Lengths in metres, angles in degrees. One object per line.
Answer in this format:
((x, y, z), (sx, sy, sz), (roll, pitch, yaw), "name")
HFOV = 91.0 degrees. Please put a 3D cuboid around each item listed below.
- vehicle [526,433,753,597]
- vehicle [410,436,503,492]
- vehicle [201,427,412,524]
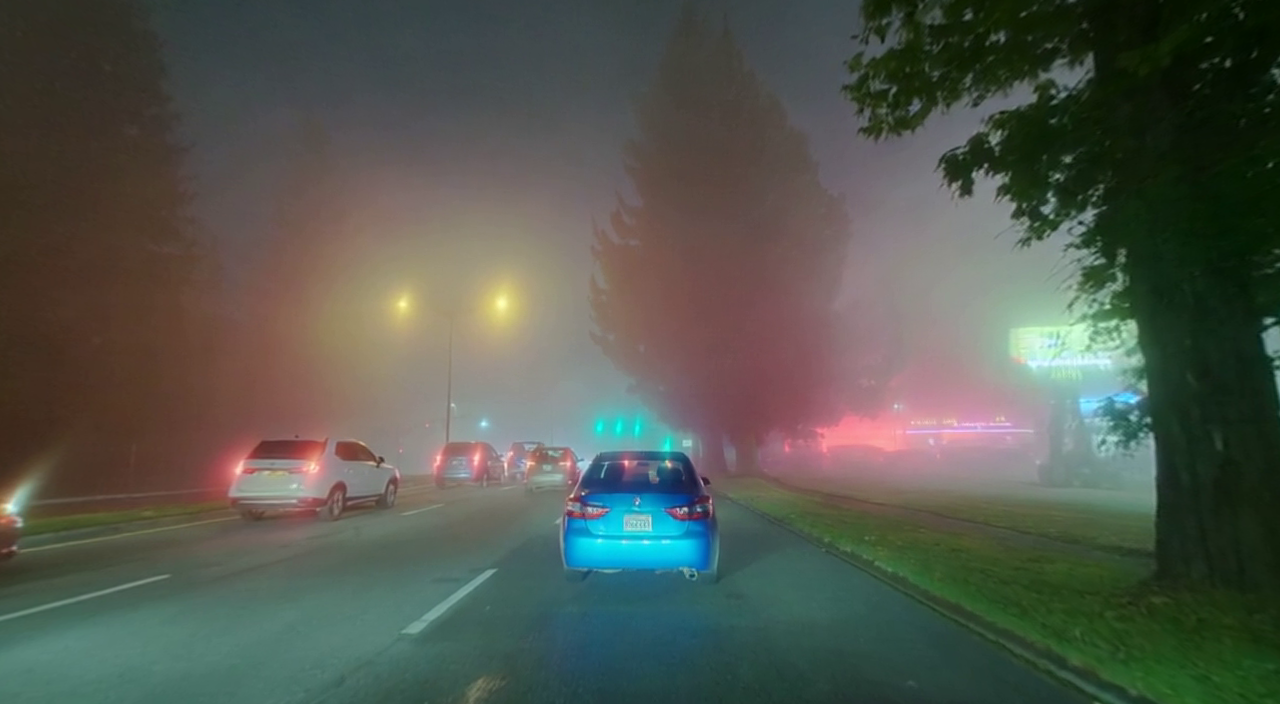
((0.033, 1.812, 7.876), (2.091, 1.494, 3.962), (0, -9, 1), "vehicle")
((-6.849, 4.224, 24.125), (2.130, 1.900, 4.470), (0, -9, 1), "vehicle")
((-6.979, 2.618, 13.915), (2.032, 1.767, 4.549), (0, -9, 2), "vehicle")
